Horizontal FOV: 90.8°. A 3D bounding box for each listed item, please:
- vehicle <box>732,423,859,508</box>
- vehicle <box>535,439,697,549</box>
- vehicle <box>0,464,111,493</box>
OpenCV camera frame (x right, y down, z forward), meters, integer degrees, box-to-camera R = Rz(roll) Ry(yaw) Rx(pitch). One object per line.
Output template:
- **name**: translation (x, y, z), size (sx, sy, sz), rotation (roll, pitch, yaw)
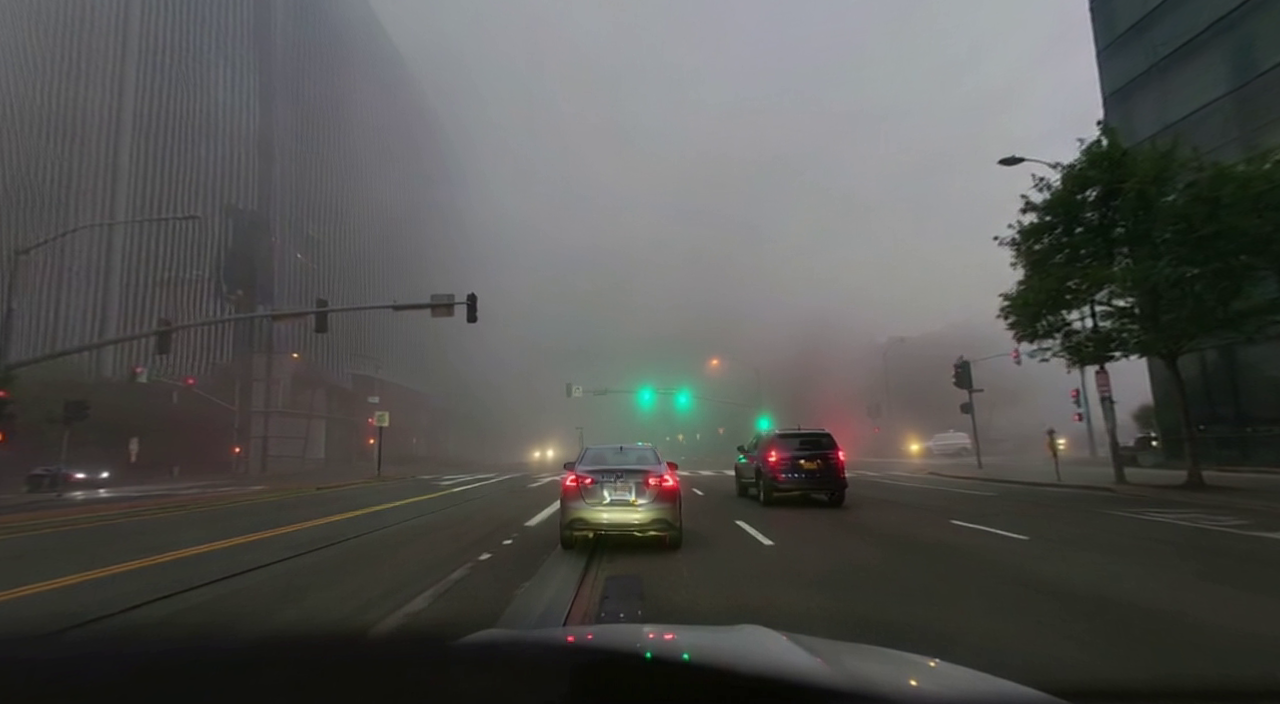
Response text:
- **vehicle**: translation (3.661, 2.712, 15.723), size (2.078, 1.799, 4.089), rotation (0, -7, -1)
- **vehicle**: translation (-0.351, 2.154, 10.379), size (2.144, 1.398, 3.963), rotation (1, -7, -1)
- **vehicle**: translation (-34.814, 7.498, 37.617), size (4.470, 1.556, 2.231), rotation (1, -8, -3)
